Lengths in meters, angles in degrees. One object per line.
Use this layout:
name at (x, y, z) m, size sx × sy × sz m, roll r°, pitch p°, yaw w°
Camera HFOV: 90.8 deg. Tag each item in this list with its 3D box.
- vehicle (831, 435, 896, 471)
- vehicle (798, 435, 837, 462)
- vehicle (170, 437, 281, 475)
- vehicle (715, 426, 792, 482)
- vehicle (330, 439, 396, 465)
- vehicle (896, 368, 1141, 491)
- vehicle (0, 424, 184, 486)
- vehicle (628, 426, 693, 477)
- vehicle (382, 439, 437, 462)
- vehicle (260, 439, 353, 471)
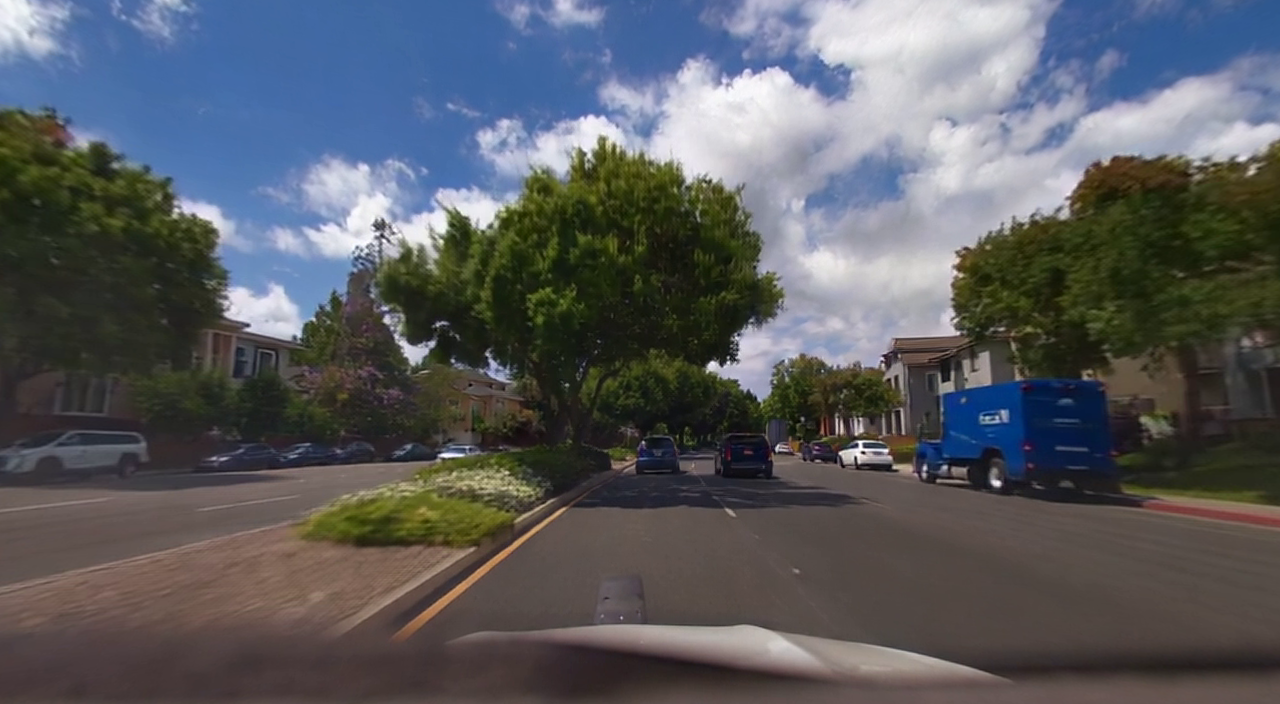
vehicle at (11.891, 5.373, 33.939) m, size 2.080 × 1.744 × 4.889 m, roll 0°, pitch -8°, yaw 5°
vehicle at (12.954, 7.065, 46.380) m, size 1.938 × 1.860 × 4.690 m, roll -1°, pitch -8°, yaw 6°
vehicle at (-18.173, 4.602, 27.984) m, size 1.845 × 1.512 × 4.316 m, roll -2°, pitch -9°, yaw 2°
vehicle at (3.985, 3.660, 22.954) m, size 2.033 × 1.823 × 4.409 m, roll 0°, pitch -8°, yaw 1°
vehicle at (-17.401, 6.389, 39.911) m, size 1.849 × 1.455 × 4.606 m, roll -2°, pitch -11°, yaw 4°
vehicle at (11.350, 2.575, 20.149) m, size 3.705 × 3.221 × 6.779 m, roll -1°, pitch -9°, yaw 3°
vehicle at (-18.542, 3.444, 20.942) m, size 2.272 × 1.746 × 5.914 m, roll -1°, pitch -10°, yaw 2°
vehicle at (0.868, 3.941, 25.229) m, size 2.345 × 1.841 × 5.032 m, roll 0°, pitch -8°, yaw 3°
vehicle at (-16.689, 7.207, 46.005) m, size 2.023 × 1.561 × 4.497 m, roll -3°, pitch -10°, yaw 5°
vehicle at (-17.711, 5.508, 33.873) m, size 1.951 × 1.513 × 5.107 m, roll -3°, pitch -9°, yaw 4°
